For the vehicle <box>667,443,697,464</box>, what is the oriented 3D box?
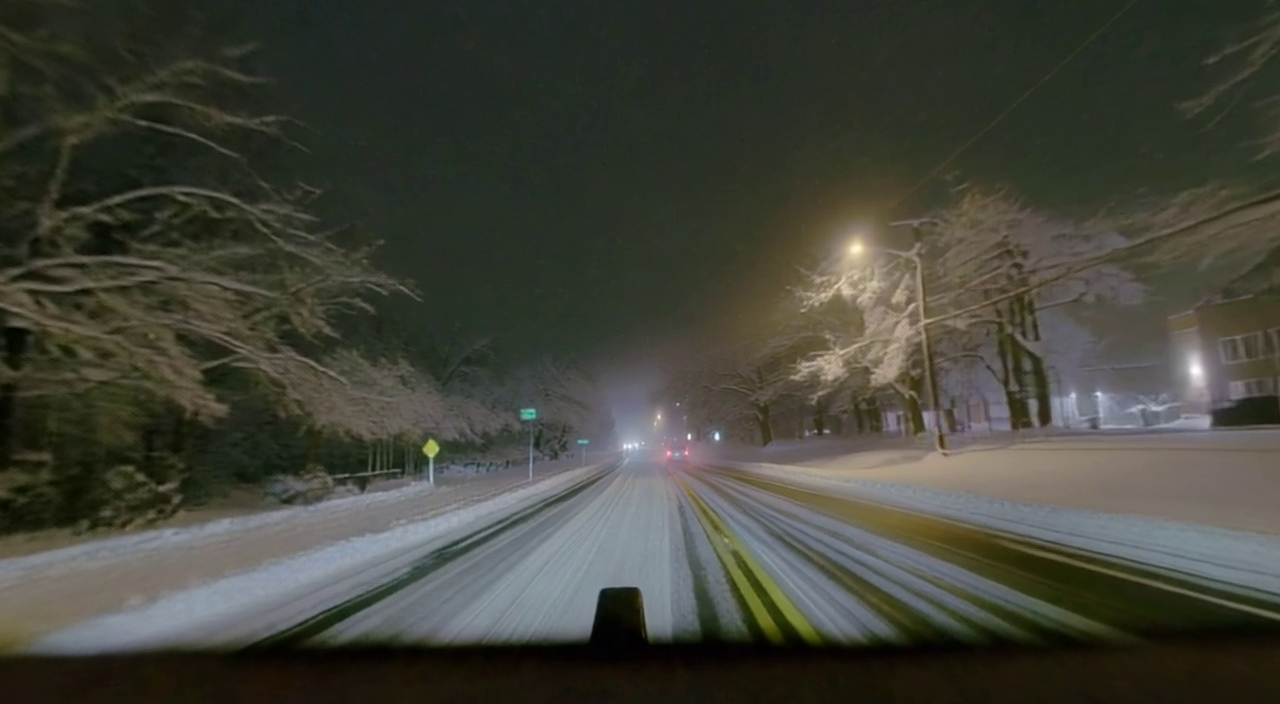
[{"bbox_3d":[3.200,7.801,48.657,1.925,1.488,4.271,0,-8,-1],"label":"vehicle"}]
